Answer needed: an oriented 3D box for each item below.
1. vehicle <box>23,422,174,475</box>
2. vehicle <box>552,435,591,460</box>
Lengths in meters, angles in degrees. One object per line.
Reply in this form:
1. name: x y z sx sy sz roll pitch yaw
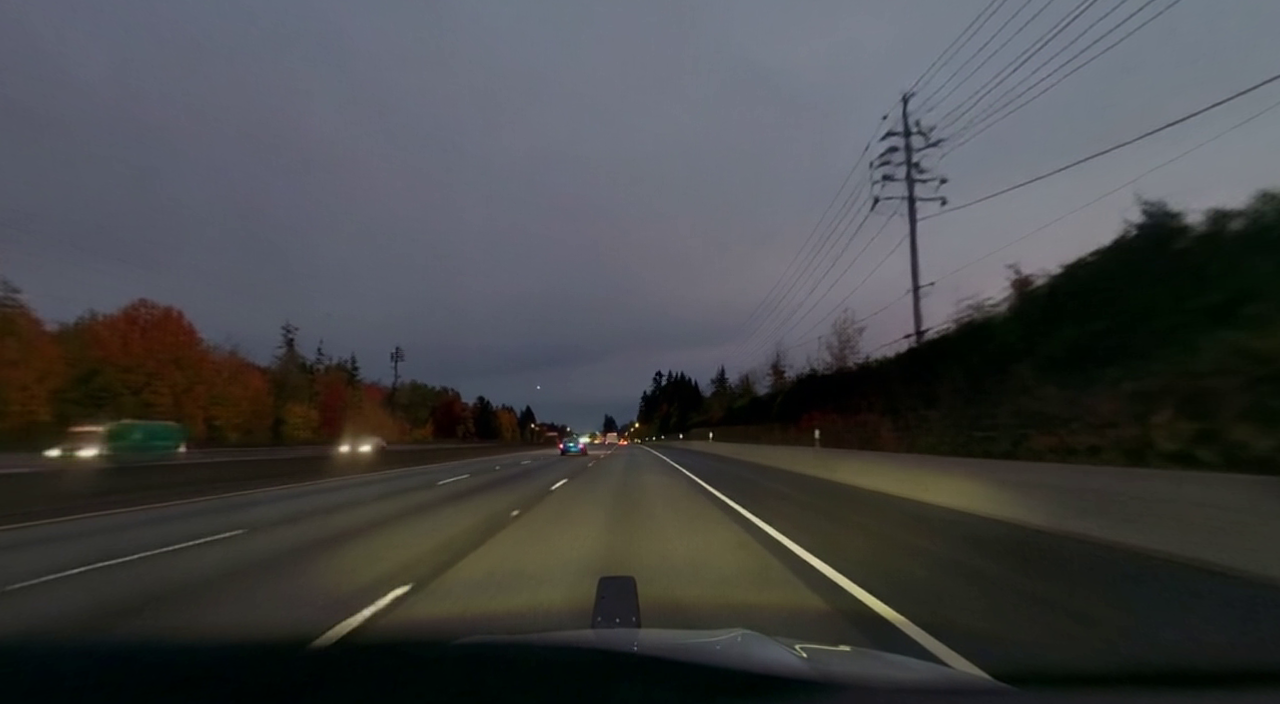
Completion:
1. vehicle: -24.686 4.403 29.047 2.195 2.215 5.366 0 -8 -1
2. vehicle: -4.180 5.877 38.960 2.025 1.475 4.379 0 -8 -2
